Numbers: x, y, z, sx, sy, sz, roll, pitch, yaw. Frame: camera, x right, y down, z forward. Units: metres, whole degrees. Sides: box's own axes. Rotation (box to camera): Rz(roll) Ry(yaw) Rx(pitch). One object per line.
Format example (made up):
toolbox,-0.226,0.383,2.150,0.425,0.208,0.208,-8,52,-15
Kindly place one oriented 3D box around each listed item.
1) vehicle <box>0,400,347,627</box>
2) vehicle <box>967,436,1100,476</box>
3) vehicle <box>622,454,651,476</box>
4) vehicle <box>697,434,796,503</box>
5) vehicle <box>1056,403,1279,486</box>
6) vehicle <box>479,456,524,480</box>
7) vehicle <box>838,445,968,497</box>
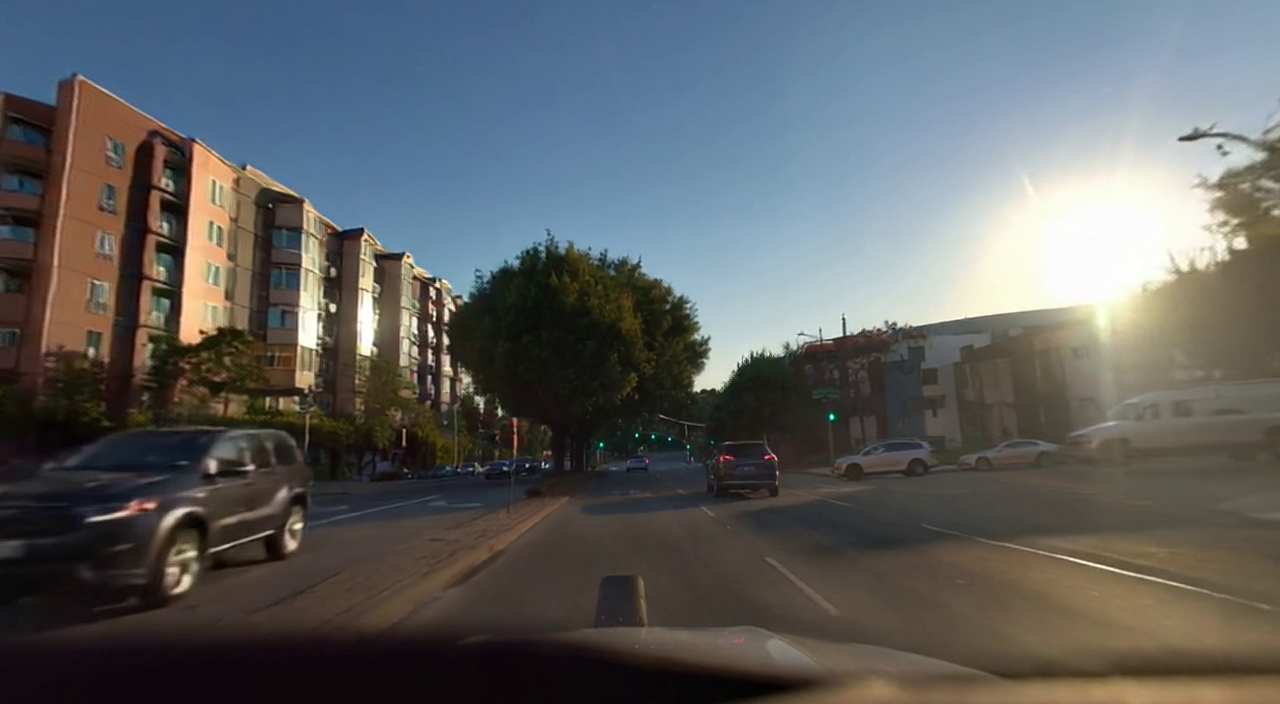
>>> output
vehicle,-5.500,1.662,7.503,2.080,1.857,4.456,0,-8,-3
vehicle,16.924,4.469,27.308,4.612,1.632,1.858,1,-8,-6
vehicle,-0.292,8.492,47.785,2.059,1.492,4.033,0,-8,-2
vehicle,3.108,3.536,19.640,2.129,1.844,4.767,0,-8,-1
vehicle,16.384,2.935,19.819,2.519,2.191,5.821,0,-9,-2
vehicle,-9.286,7.780,42.567,1.905,1.451,4.425,-1,-8,2
vehicle,8.639,3.921,21.361,1.940,1.512,5.129,0,-8,-3
